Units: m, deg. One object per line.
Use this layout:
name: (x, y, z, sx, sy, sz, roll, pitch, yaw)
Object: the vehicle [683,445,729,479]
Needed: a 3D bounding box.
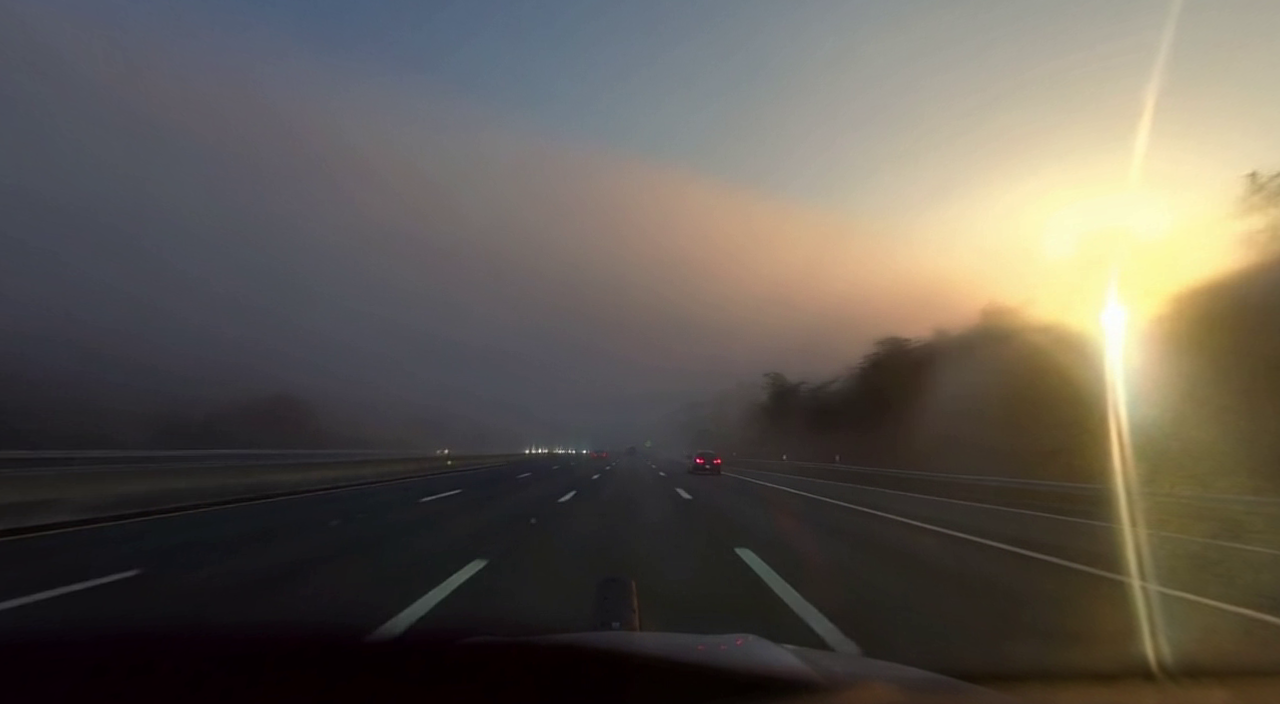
vehicle: (3.261, 5.565, 31.918, 1.895, 1.555, 4.030, 0, -9, 0)
